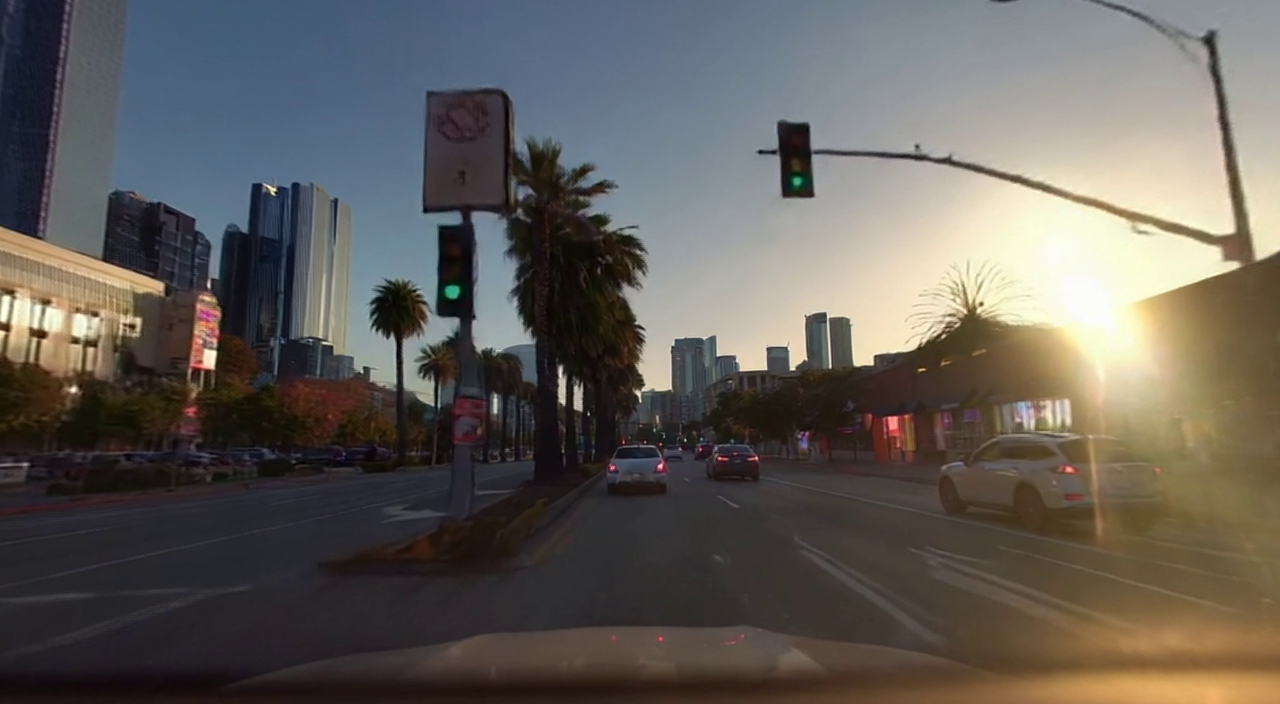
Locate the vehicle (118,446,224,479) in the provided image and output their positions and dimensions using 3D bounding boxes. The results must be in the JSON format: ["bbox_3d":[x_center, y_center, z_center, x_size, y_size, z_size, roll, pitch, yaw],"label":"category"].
[{"bbox_3d":[-30.917,7.320,41.752,5.230,1.986,2.250,-1,-11,3],"label":"vehicle"}]

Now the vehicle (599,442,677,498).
[{"bbox_3d":[-0.069,3.502,19.123,2.110,1.487,3.873,0,-8,0],"label":"vehicle"}]

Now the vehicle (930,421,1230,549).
[{"bbox_3d":[6.801,2.066,10.477,1.940,1.674,4.085,0,-8,-1],"label":"vehicle"}]

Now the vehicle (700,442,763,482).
[{"bbox_3d":[3.737,4.574,26.553,1.892,1.532,4.177,0,-8,-2],"label":"vehicle"}]
